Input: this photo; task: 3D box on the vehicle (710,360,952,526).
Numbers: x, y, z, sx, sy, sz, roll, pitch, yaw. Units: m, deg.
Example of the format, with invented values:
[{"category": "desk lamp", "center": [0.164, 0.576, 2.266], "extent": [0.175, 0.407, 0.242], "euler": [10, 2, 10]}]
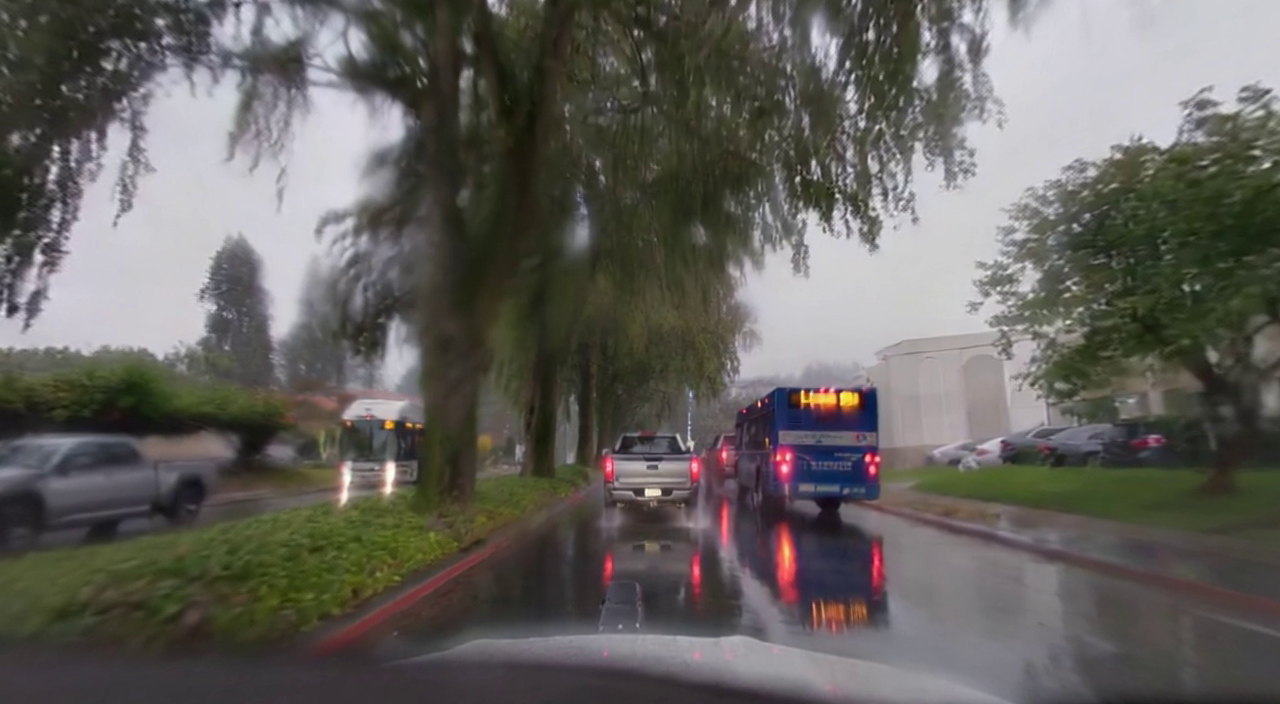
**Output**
[{"category": "vehicle", "center": [4.083, 2.433, 16.939], "extent": [3.088, 3.057, 10.503], "euler": [0, -8, -1]}]

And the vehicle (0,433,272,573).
[{"category": "vehicle", "center": [-8.448, 2.234, 10.276], "extent": [2.028, 1.728, 4.630], "euler": [0, -8, 1]}]

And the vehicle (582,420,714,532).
[{"category": "vehicle", "center": [0.103, 2.478, 13.368], "extent": [2.157, 1.816, 5.804], "euler": [0, -8, -1]}]

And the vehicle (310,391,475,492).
[{"category": "vehicle", "center": [-11.541, 4.517, 31.640], "extent": [2.996, 4.022, 12.692], "euler": [0, -8, 1]}]

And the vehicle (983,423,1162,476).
[{"category": "vehicle", "center": [14.542, 3.306, 21.479], "extent": [4.452, 1.554, 2.158], "euler": [-2, -8, -1]}]
